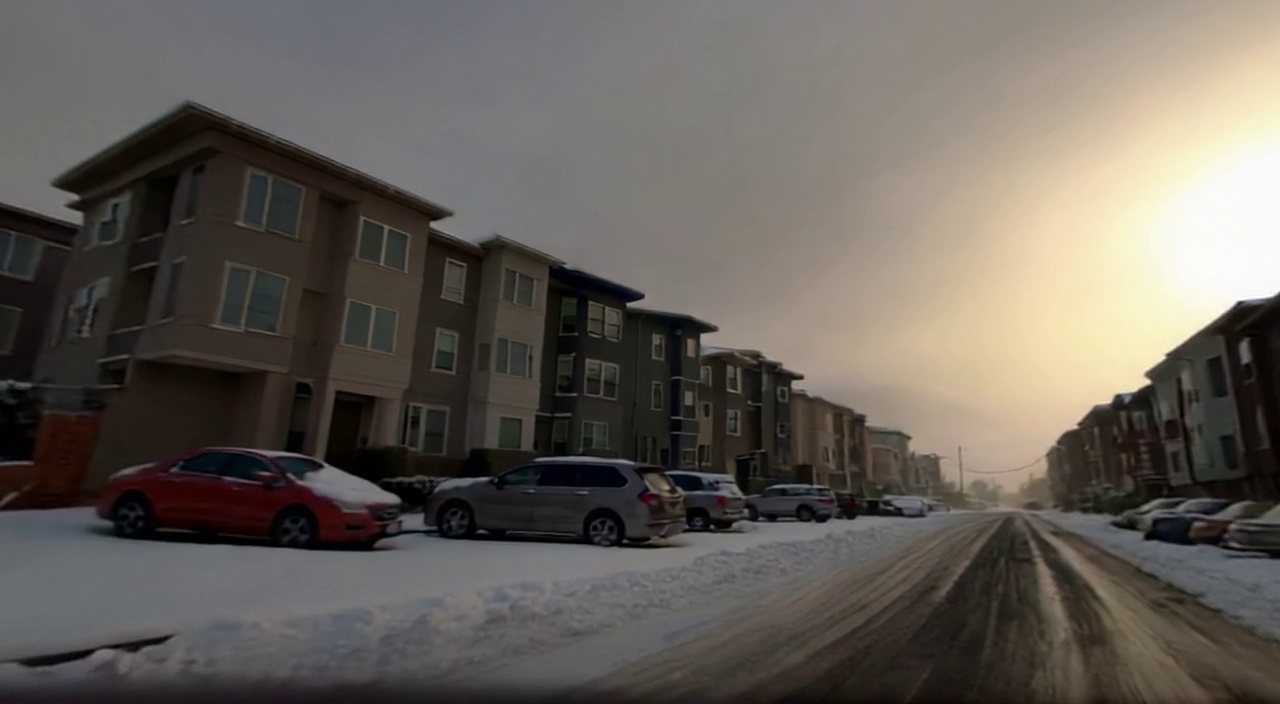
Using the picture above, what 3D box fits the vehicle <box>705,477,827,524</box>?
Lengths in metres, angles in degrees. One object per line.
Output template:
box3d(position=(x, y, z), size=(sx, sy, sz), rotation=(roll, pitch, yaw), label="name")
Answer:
box3d(position=(5.020, 5.973, 25.516), size=(4.450, 1.707, 1.902), rotation=(3, -11, -7), label="vehicle")

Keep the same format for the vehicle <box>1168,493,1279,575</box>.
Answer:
box3d(position=(14.341, 3.826, 13.131), size=(4.724, 1.522, 1.948), rotation=(-5, -12, 29), label="vehicle")

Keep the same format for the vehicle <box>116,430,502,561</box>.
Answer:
box3d(position=(-4.628, 2.133, 9.527), size=(4.648, 1.659, 1.897), rotation=(2, -11, -3), label="vehicle")

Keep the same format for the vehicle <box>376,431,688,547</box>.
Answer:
box3d(position=(-1.965, 2.703, 12.532), size=(5.514, 1.976, 2.153), rotation=(2, -11, -5), label="vehicle")
